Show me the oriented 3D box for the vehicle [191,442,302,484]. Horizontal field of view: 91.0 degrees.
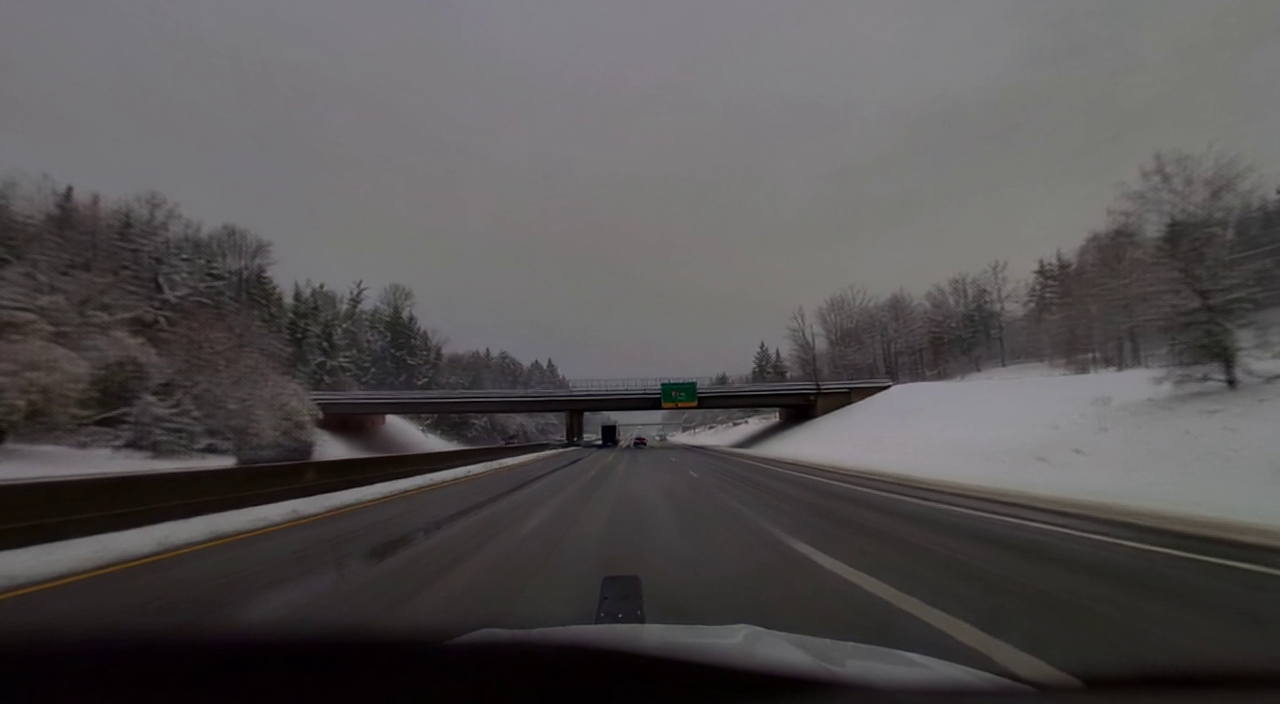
[{"bbox_3d":[-16.347,4.605,26.467,1.976,1.573,4.201,0,-8,-1],"label":"vehicle"}]
